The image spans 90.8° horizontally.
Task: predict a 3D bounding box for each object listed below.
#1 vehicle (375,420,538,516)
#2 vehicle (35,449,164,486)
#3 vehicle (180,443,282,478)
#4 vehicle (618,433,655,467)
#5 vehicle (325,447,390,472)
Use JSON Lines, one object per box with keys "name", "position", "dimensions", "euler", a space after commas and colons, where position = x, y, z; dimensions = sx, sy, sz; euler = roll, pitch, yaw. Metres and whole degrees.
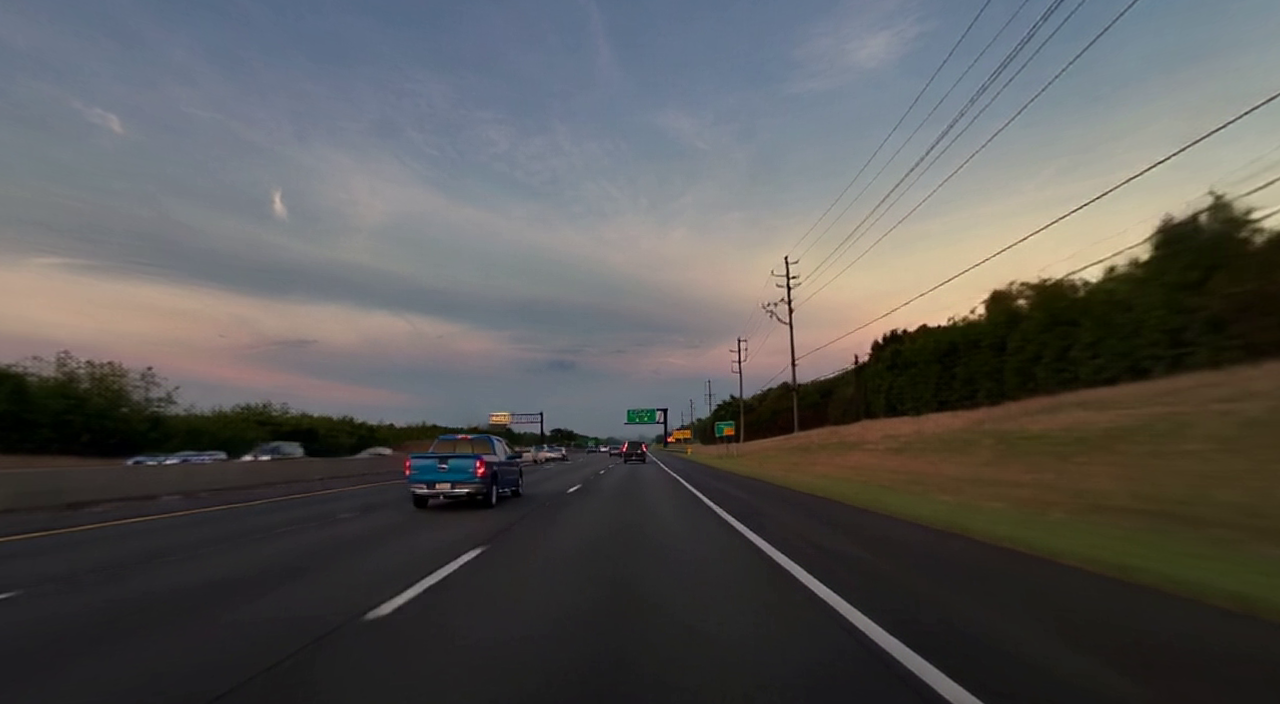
{"name": "vehicle", "position": [-3.943, 2.617, 14.767], "dimensions": [2.204, 1.812, 5.289], "euler": [0, -8, 0]}
{"name": "vehicle", "position": [-25.095, 5.368, 29.595], "dimensions": [1.964, 1.550, 4.603], "euler": [0, -8, 0]}
{"name": "vehicle", "position": [-21.099, 5.599, 32.894], "dimensions": [2.034, 1.653, 4.825], "euler": [0, -9, 1]}
{"name": "vehicle", "position": [-0.272, 6.474, 41.793], "dimensions": [2.358, 2.144, 4.713], "euler": [0, -8, -1]}
{"name": "vehicle", "position": [-17.760, 6.758, 39.981], "dimensions": [1.961, 1.455, 4.675], "euler": [0, -9, 0]}
